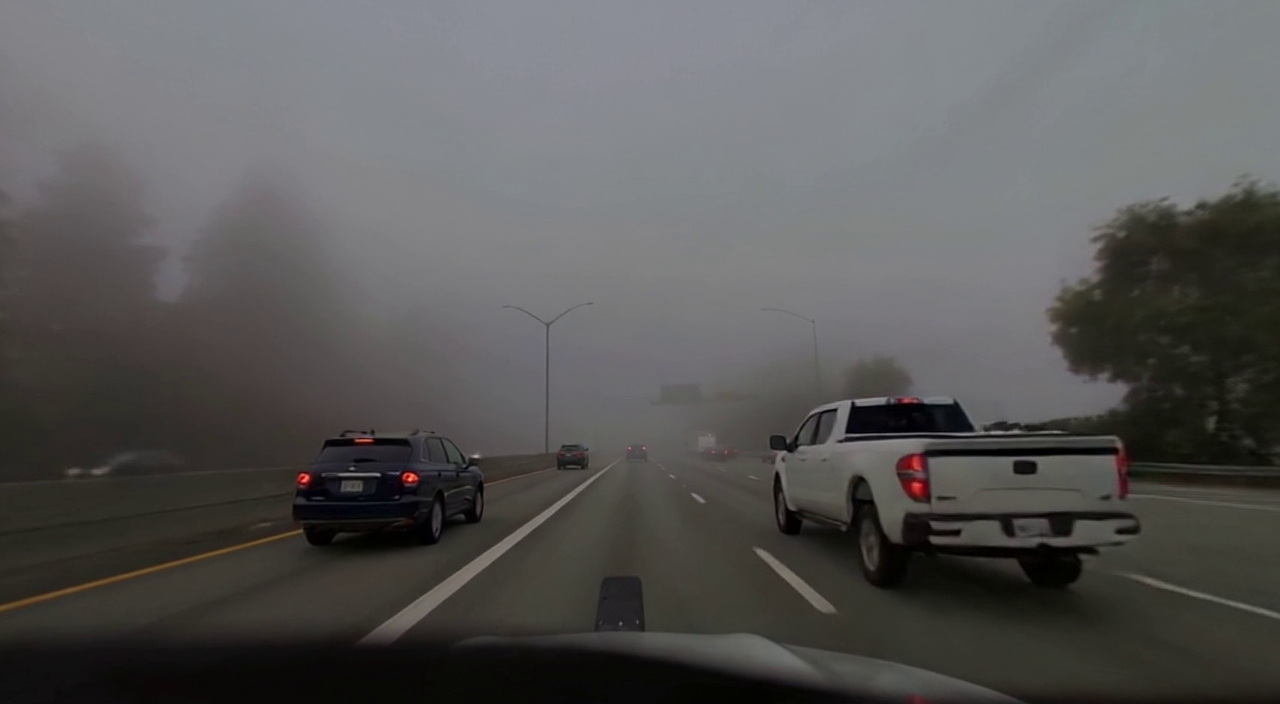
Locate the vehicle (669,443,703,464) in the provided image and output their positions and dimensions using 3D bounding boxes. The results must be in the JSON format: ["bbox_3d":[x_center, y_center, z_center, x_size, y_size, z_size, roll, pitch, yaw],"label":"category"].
[{"bbox_3d":[3.305,7.413,46.226,2.007,1.469,4.337,0,-8,-1],"label":"vehicle"}]

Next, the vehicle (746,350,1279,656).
[{"bbox_3d":[2.764,1.329,6.772,2.200,1.870,5.649,0,-8,-1],"label":"vehicle"}]

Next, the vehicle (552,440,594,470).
[{"bbox_3d":[-3.917,6.122,37.655,1.992,1.651,4.185,0,-8,0],"label":"vehicle"}]

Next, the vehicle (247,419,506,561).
[{"bbox_3d":[-3.585,1.962,9.724,2.119,1.654,4.353,0,-8,0],"label":"vehicle"}]

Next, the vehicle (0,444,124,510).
[{"bbox_3d":[-16.070,3.169,16.314,1.937,1.535,4.223,0,-8,-1],"label":"vehicle"}]
